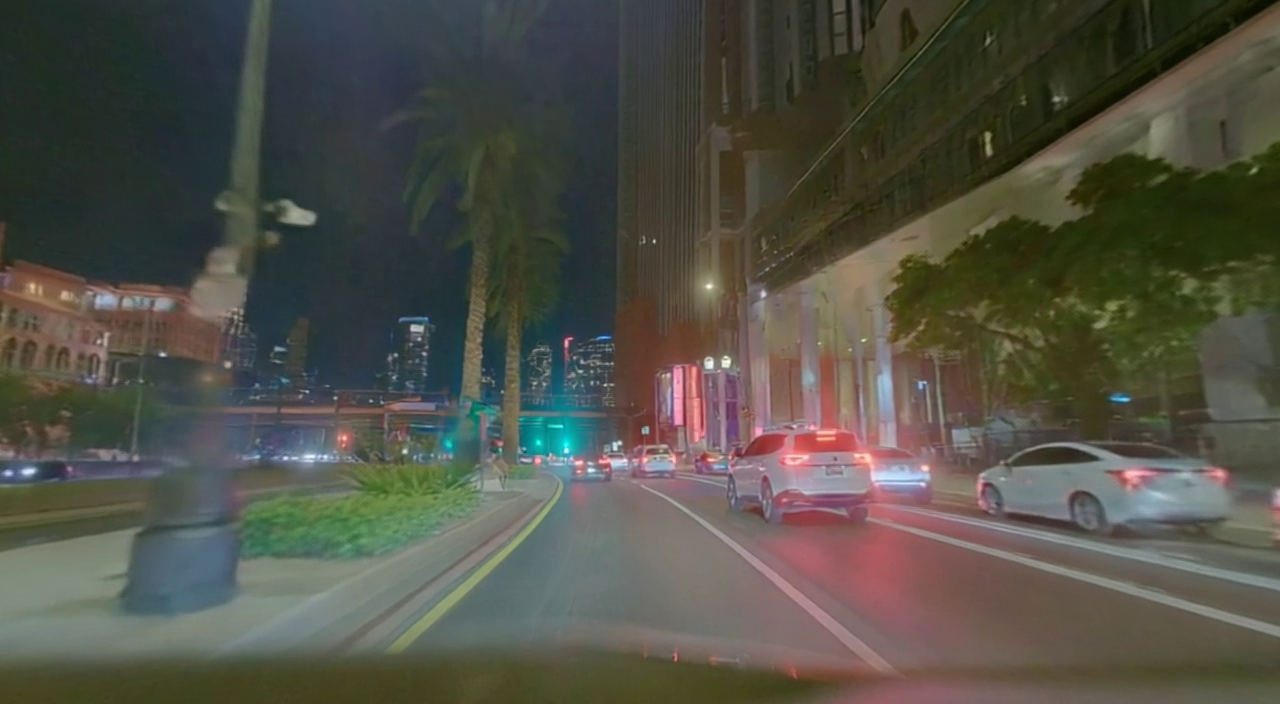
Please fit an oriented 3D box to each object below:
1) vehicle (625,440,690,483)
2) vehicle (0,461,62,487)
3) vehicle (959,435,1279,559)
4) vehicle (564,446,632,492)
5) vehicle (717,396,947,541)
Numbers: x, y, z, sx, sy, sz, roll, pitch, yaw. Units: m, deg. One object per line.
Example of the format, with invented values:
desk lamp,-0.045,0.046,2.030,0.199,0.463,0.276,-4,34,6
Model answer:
vehicle,0.742,5.455,31.845,2.407,1.991,5.130,1,-9,-9
vehicle,-38.187,7.522,39.094,1.623,1.409,3.461,0,-9,-4
vehicle,7.587,2.139,10.186,2.160,1.494,4.721,0,-9,-4
vehicle,-1.791,4.569,25.194,2.332,1.625,4.933,1,-9,-8
vehicle,3.261,2.151,12.246,2.434,2.171,5.098,1,-9,-5
